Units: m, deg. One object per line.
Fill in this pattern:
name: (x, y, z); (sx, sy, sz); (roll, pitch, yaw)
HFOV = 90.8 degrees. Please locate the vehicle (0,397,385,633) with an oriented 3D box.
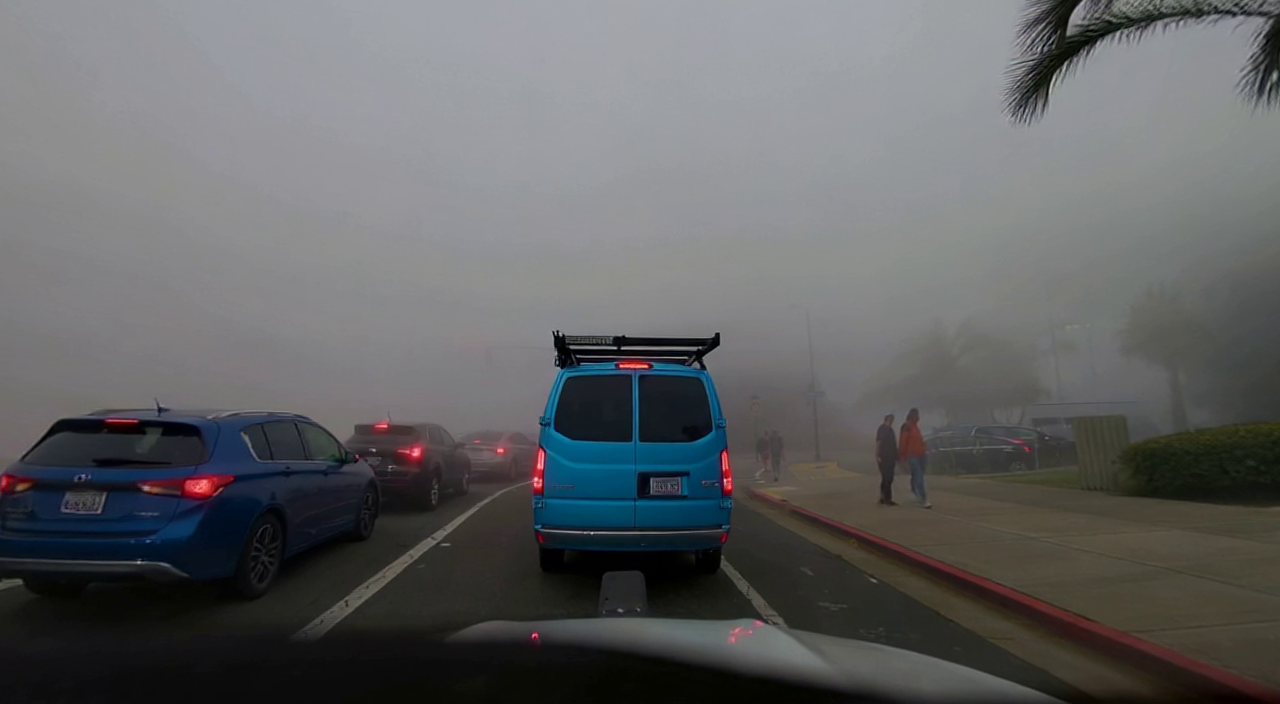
vehicle: (-4.397, 1.469, 6.669); (1.986, 1.643, 4.315); (1, -9, -6)

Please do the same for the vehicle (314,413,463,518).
vehicle: (-5.208, 2.412, 13.899); (2.089, 1.854, 5.022); (2, -9, -11)

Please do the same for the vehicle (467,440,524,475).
vehicle: (-6.833, 4.892, 29.576); (1.818, 1.479, 4.428); (4, -9, -22)

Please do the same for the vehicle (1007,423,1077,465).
vehicle: (15.790, 3.621, 24.728); (2.048, 1.475, 3.972); (-6, -10, 34)

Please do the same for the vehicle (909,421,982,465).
vehicle: (12.652, 3.764, 26.053); (2.046, 1.675, 3.924); (-6, -10, 33)

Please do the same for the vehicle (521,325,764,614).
vehicle: (-0.197, 1.222, 7.175); (1.902, 2.238, 4.263); (1, -9, -6)
